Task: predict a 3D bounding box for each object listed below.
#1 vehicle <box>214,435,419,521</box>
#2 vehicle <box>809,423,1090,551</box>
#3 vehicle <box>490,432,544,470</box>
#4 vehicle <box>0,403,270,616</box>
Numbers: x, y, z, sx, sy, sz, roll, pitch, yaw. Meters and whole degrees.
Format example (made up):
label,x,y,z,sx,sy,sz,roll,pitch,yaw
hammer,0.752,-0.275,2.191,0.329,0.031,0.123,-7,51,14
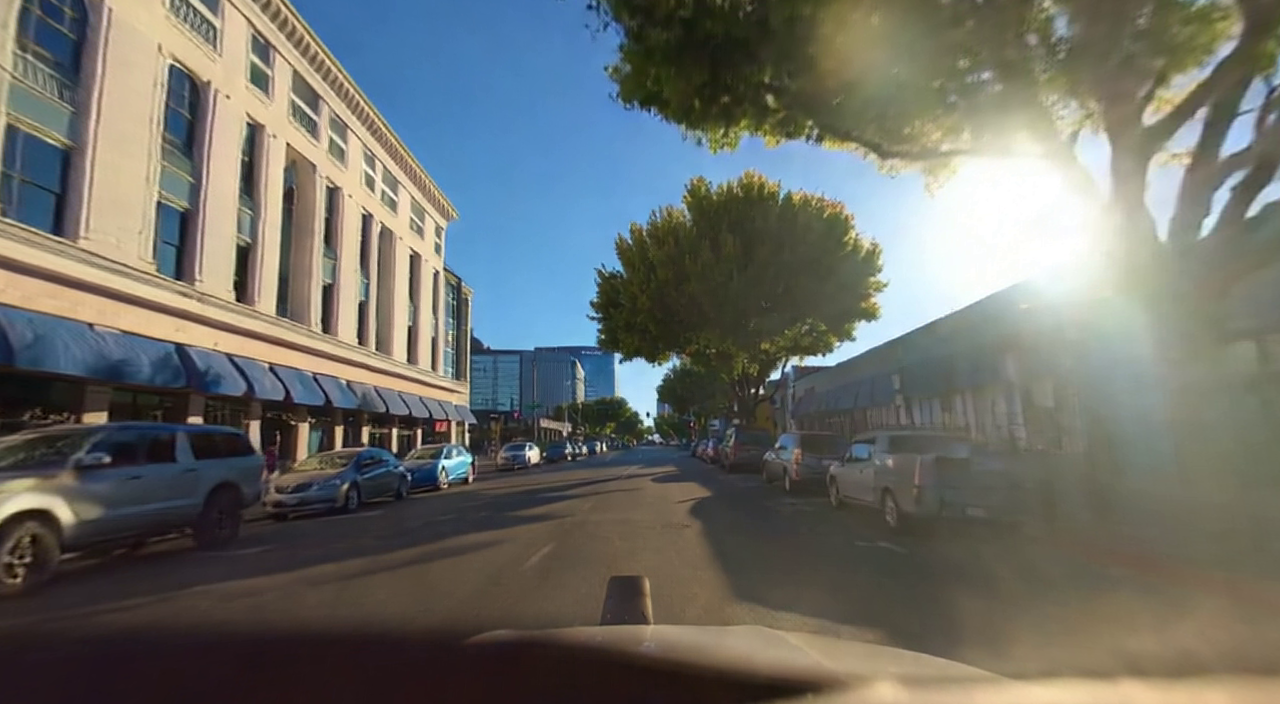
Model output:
label,x,y,z,sx,sy,sz,roll,pitch,yaw
vehicle,-7.000,2.706,14.409,2.001,1.502,4.851,-1,-6,2
vehicle,4.298,1.877,9.880,1.973,1.494,4.867,0,-7,0
vehicle,-6.547,5.285,34.119,1.996,1.770,5.518,-1,-6,-2
vehicle,-6.938,1.616,7.605,2.238,1.891,4.780,-1,-5,-3
